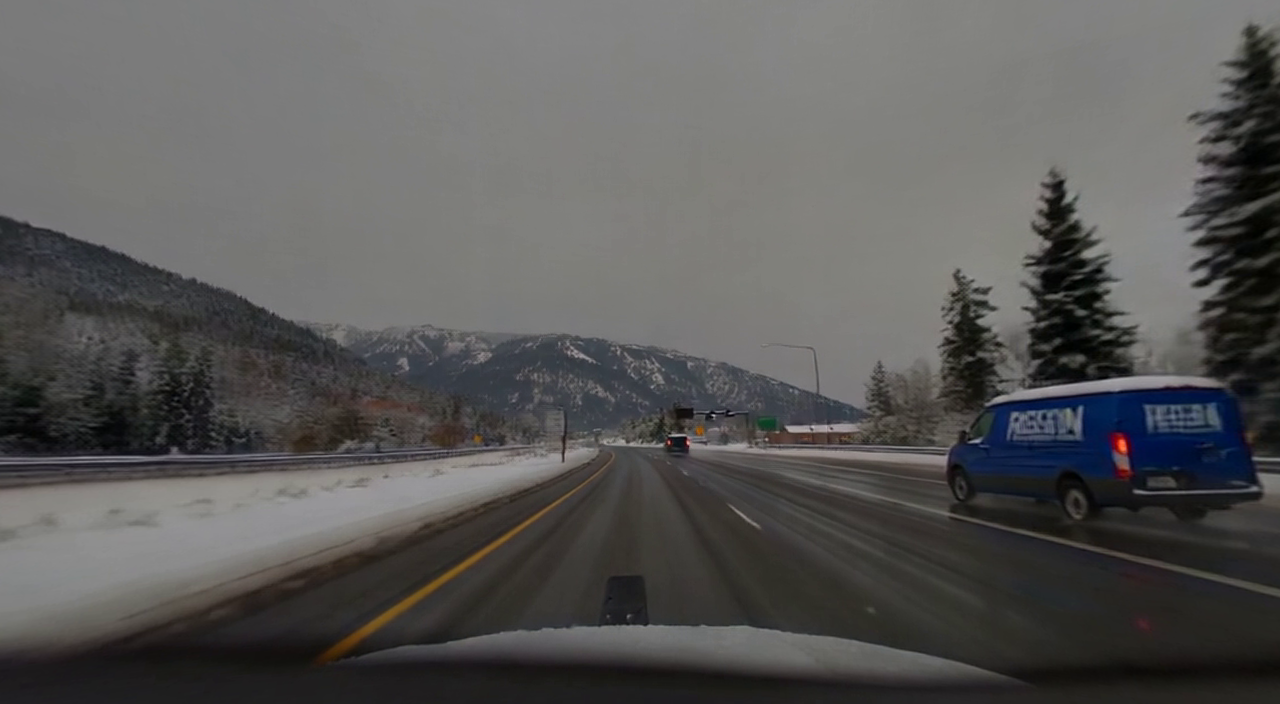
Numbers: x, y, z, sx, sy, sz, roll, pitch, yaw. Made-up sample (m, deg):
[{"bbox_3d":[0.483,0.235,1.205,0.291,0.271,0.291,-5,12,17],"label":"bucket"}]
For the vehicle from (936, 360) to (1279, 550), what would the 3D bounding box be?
[{"bbox_3d":[7.061,1.509,9.679,2.275,2.059,5.543,0,-8,0],"label":"vehicle"}]
